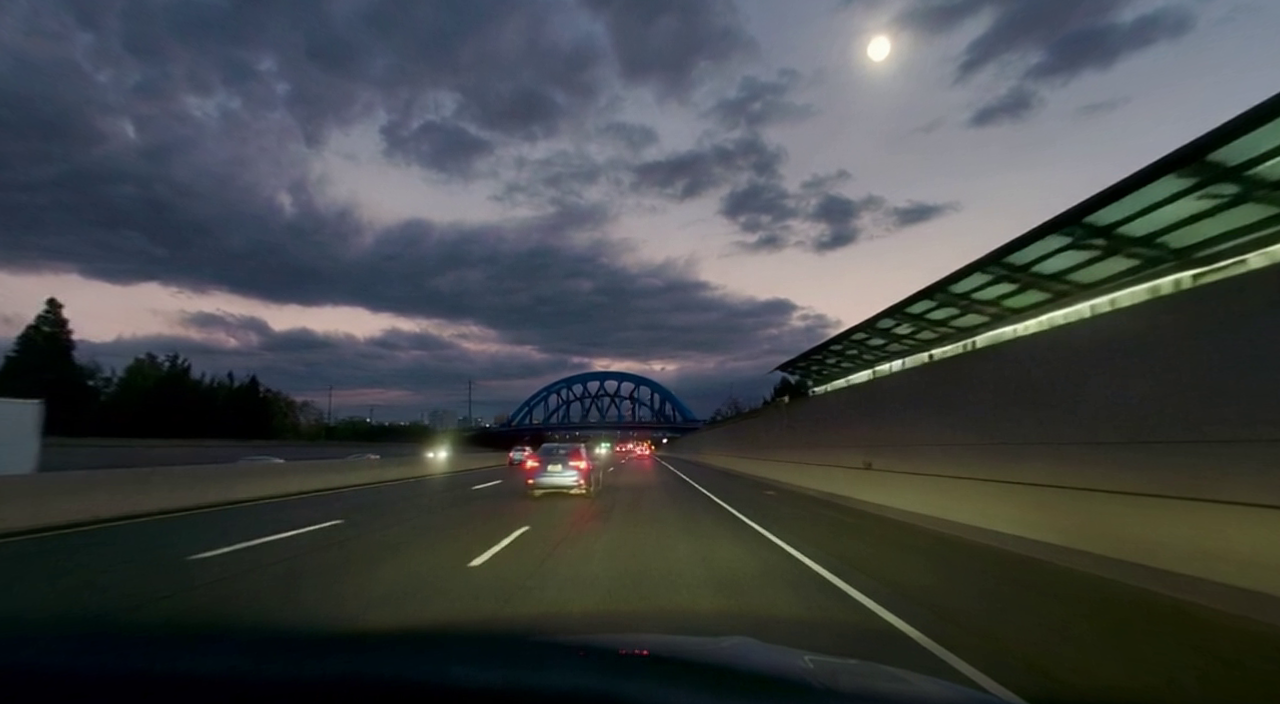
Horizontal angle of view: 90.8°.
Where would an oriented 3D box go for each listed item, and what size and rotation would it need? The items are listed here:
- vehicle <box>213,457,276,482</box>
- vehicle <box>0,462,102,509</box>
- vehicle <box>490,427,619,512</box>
[{"bbox_3d":[-25.617,7.594,40.969,1.749,1.415,3.546,0,-9,0],"label":"vehicle"},{"bbox_3d":[-21.537,4.640,22.202,1.870,1.400,3.724,0,-9,0],"label":"vehicle"},{"bbox_3d":[-1.833,2.752,15.229,2.299,1.716,4.579,-1,-9,2],"label":"vehicle"}]
